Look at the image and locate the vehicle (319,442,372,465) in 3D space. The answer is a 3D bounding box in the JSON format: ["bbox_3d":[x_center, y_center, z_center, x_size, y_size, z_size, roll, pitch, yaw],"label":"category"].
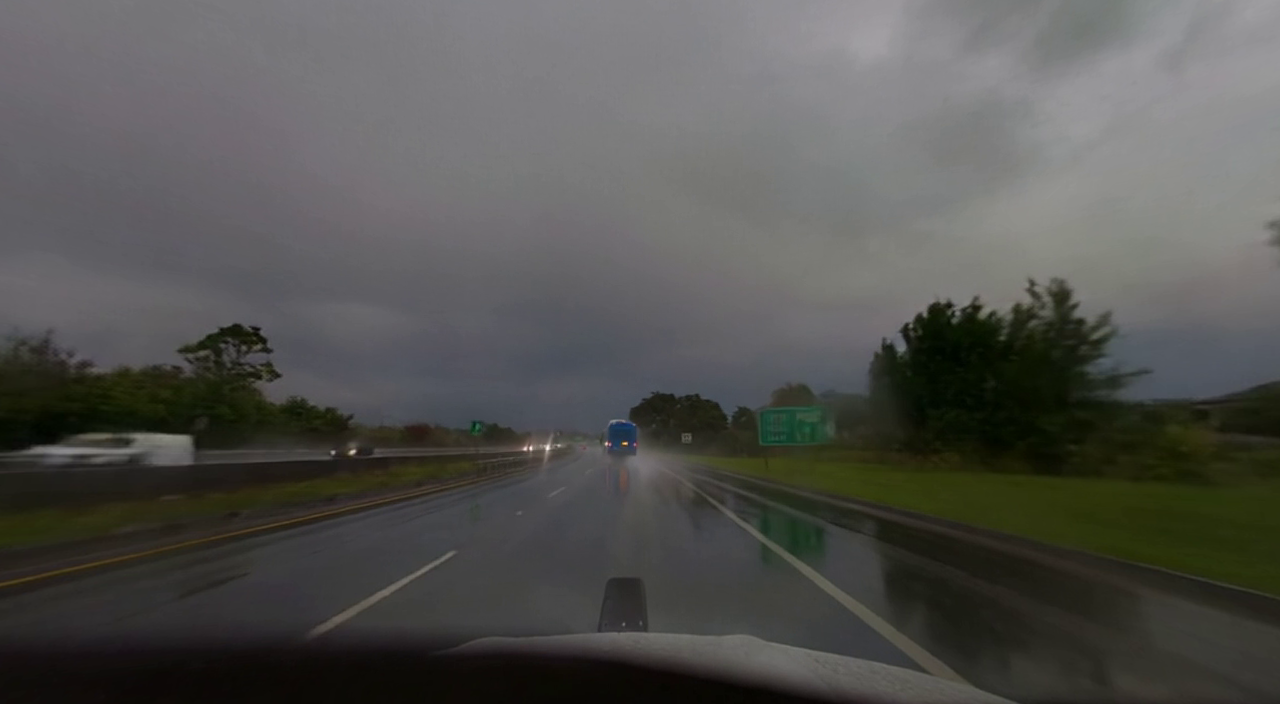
[{"bbox_3d":[-21.093,7.270,45.255,1.882,1.530,3.974,0,-9,-1],"label":"vehicle"}]

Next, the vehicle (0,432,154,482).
[{"bbox_3d":[-20.487,3.823,23.099,1.931,1.626,4.213,0,-9,0],"label":"vehicle"}]
